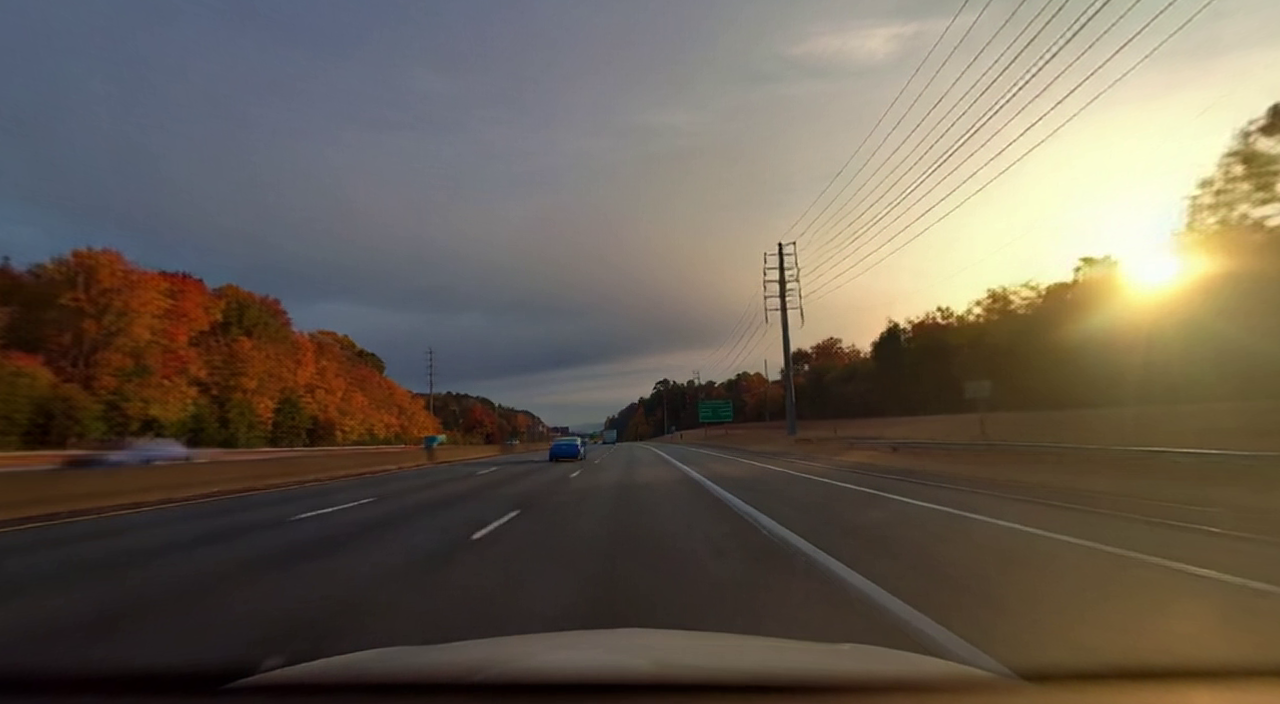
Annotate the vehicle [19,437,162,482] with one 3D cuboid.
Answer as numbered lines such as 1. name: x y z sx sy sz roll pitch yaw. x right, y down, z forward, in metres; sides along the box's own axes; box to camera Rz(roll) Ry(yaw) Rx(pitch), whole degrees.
1. vehicle: -20.417 3.961 23.607 1.780 1.501 3.986 0 -8 -1

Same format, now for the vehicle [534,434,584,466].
1. vehicle: -3.980 4.852 31.469 2.025 1.475 4.379 0 -8 -1
